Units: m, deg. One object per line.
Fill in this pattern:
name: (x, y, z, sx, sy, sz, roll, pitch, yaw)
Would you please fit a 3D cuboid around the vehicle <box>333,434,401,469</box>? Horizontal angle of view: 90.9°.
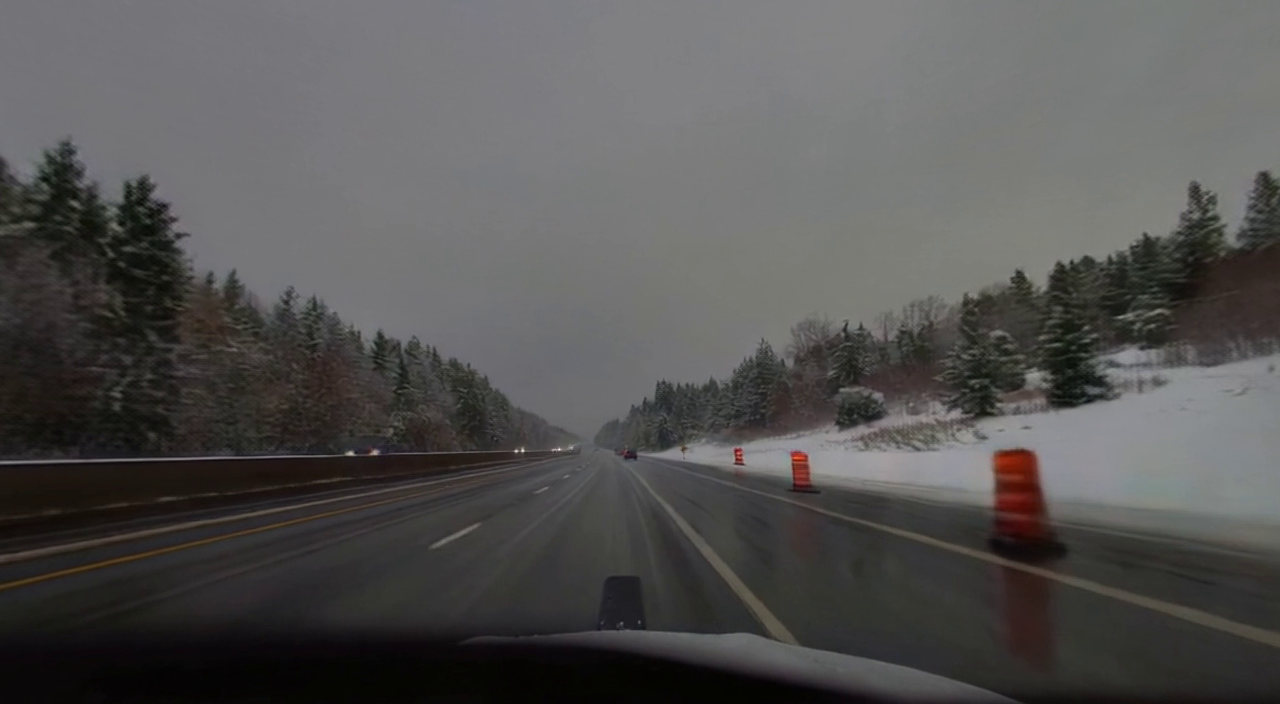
vehicle: (-19.455, 7.148, 45.230, 2.411, 2.328, 5.807, 0, -9, -2)
